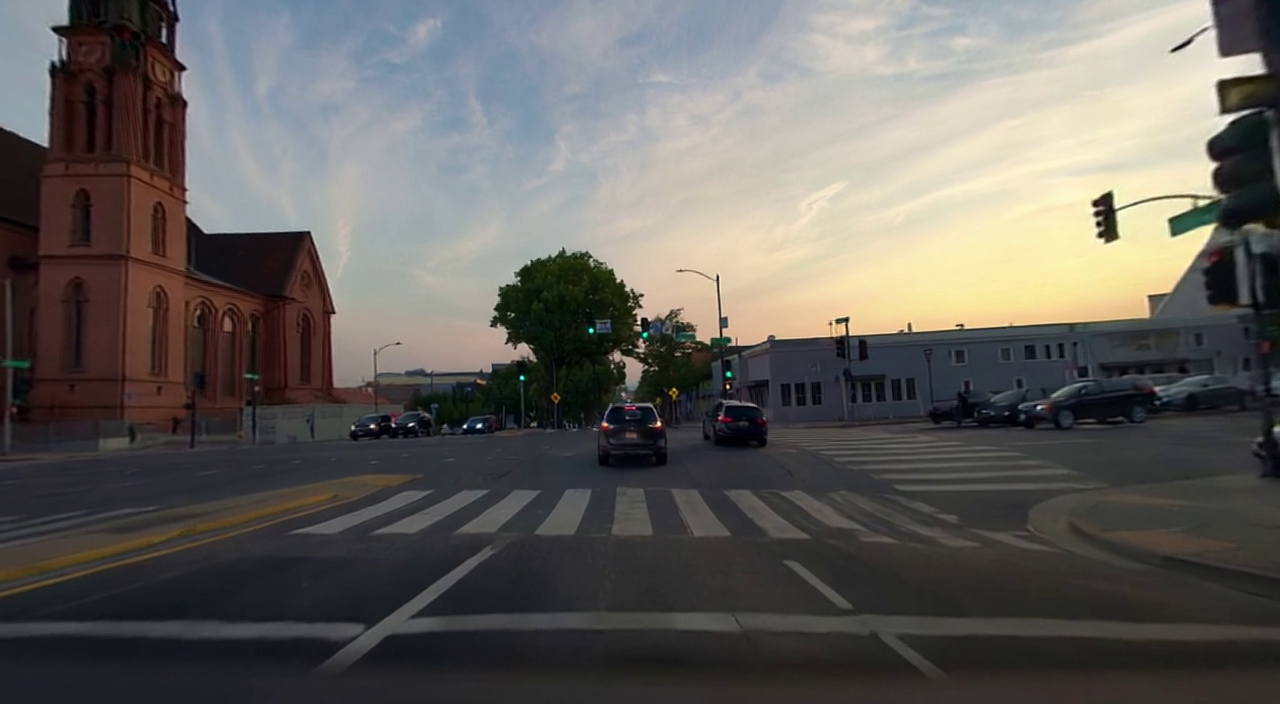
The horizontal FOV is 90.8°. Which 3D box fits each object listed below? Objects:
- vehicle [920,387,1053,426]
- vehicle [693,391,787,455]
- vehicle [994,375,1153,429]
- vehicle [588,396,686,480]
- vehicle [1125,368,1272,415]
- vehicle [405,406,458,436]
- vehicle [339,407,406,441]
[{"bbox_3d":[14.720,2.327,27.034,4.488,1.475,2.083,-1,-5,-3],"label":"vehicle"},{"bbox_3d":[3.100,2.190,20.601,2.080,1.735,4.650,-1,-3,-3],"label":"vehicle"},{"bbox_3d":[16.515,1.897,24.229,4.512,1.734,2.143,-3,-4,-4],"label":"vehicle"},{"bbox_3d":[-0.196,2.048,16.007,2.168,1.776,4.135,0,-3,-4],"label":"vehicle"},{"bbox_3d":[24.460,1.781,27.793,4.428,1.928,2.190,0,-6,-3],"label":"vehicle"},{"bbox_3d":[-13.435,4.522,40.958,2.069,1.790,4.358,1,-8,-3],"label":"vehicle"},{"bbox_3d":[-16.412,4.544,39.158,1.969,1.896,5.404,1,-8,-2],"label":"vehicle"}]
